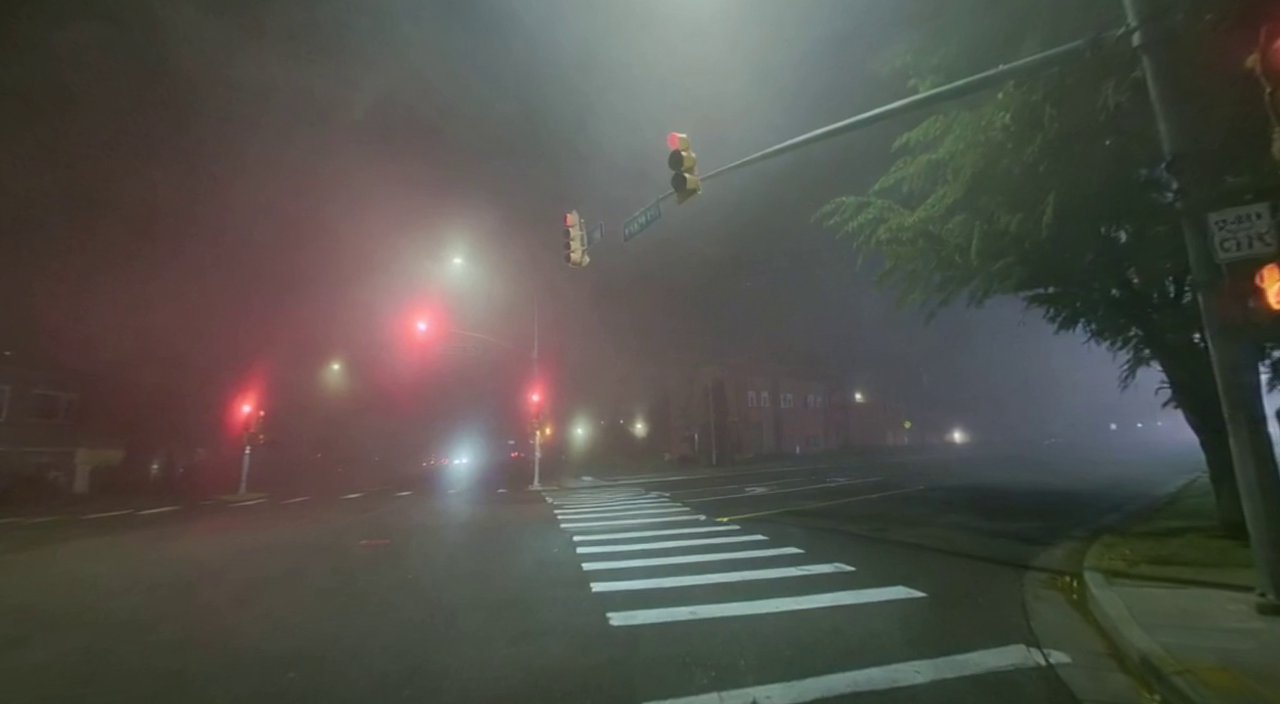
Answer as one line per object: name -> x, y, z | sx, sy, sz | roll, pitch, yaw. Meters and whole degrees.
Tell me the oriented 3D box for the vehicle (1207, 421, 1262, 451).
vehicle -> 40.731, 5.785, 43.218 | 5.049, 1.896, 2.194 | 8, -12, -42
